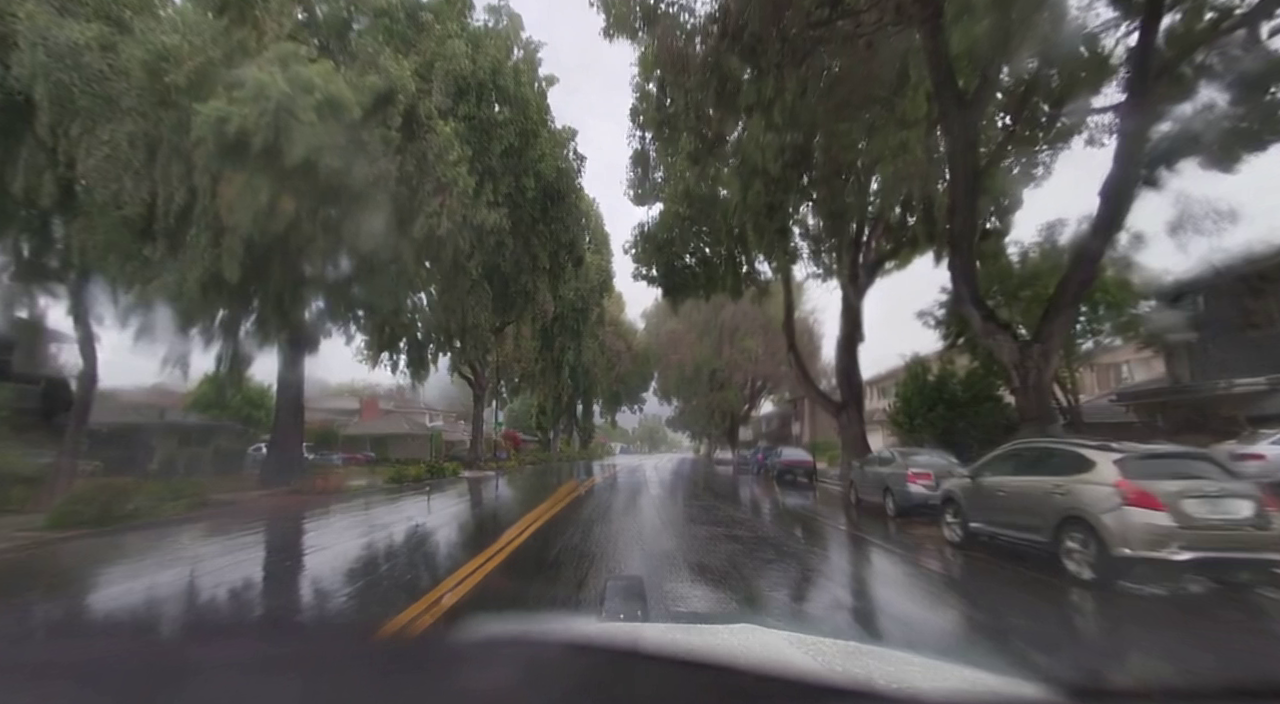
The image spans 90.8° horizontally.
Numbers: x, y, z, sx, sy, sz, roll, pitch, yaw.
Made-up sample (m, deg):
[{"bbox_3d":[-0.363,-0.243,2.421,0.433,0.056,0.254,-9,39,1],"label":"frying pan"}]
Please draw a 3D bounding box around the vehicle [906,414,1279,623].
[{"bbox_3d":[5.219,1.703,7.593,2.085,1.647,5.027,-1,-9,3],"label":"vehicle"}]

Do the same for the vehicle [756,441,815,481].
[{"bbox_3d":[6.482,4.879,28.563,1.798,1.669,3.626,0,-9,0],"label":"vehicle"}]
